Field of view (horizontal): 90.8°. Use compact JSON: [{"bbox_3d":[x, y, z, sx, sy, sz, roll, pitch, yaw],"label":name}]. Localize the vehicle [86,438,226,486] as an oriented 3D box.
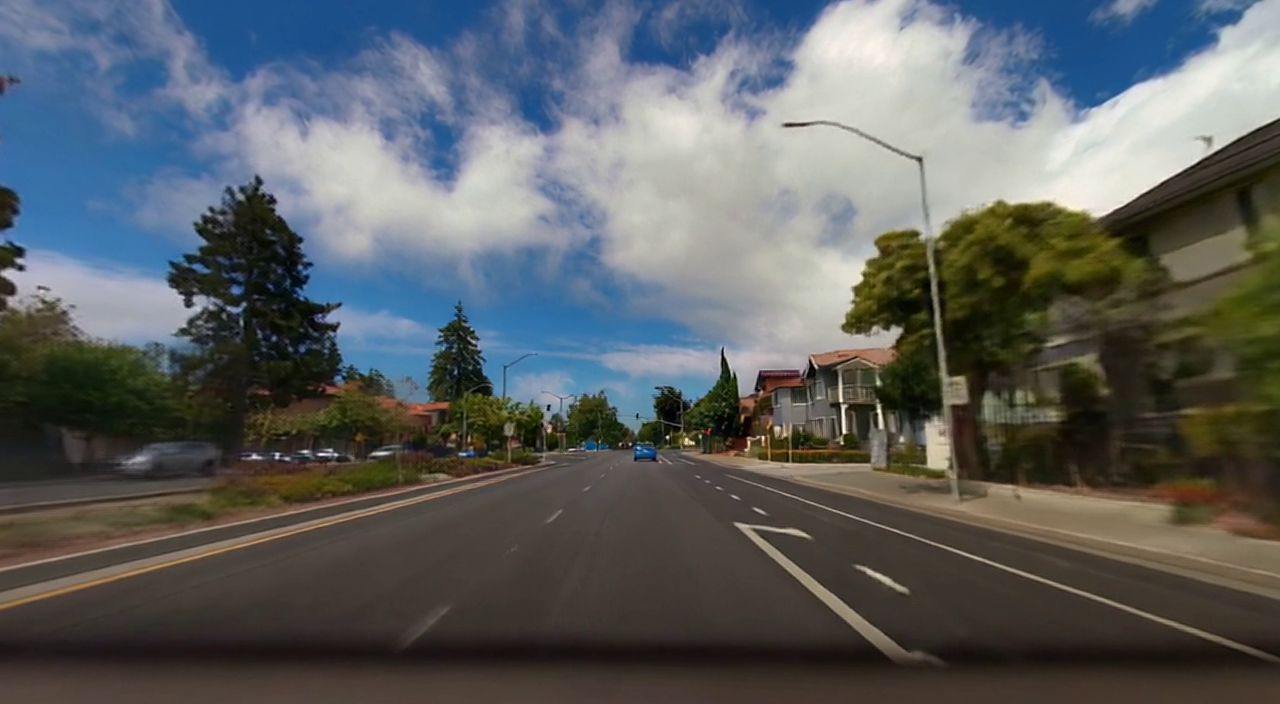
[{"bbox_3d":[-19.846,4.529,26.271,1.984,1.790,4.830,0,-9,0],"label":"vehicle"}]
